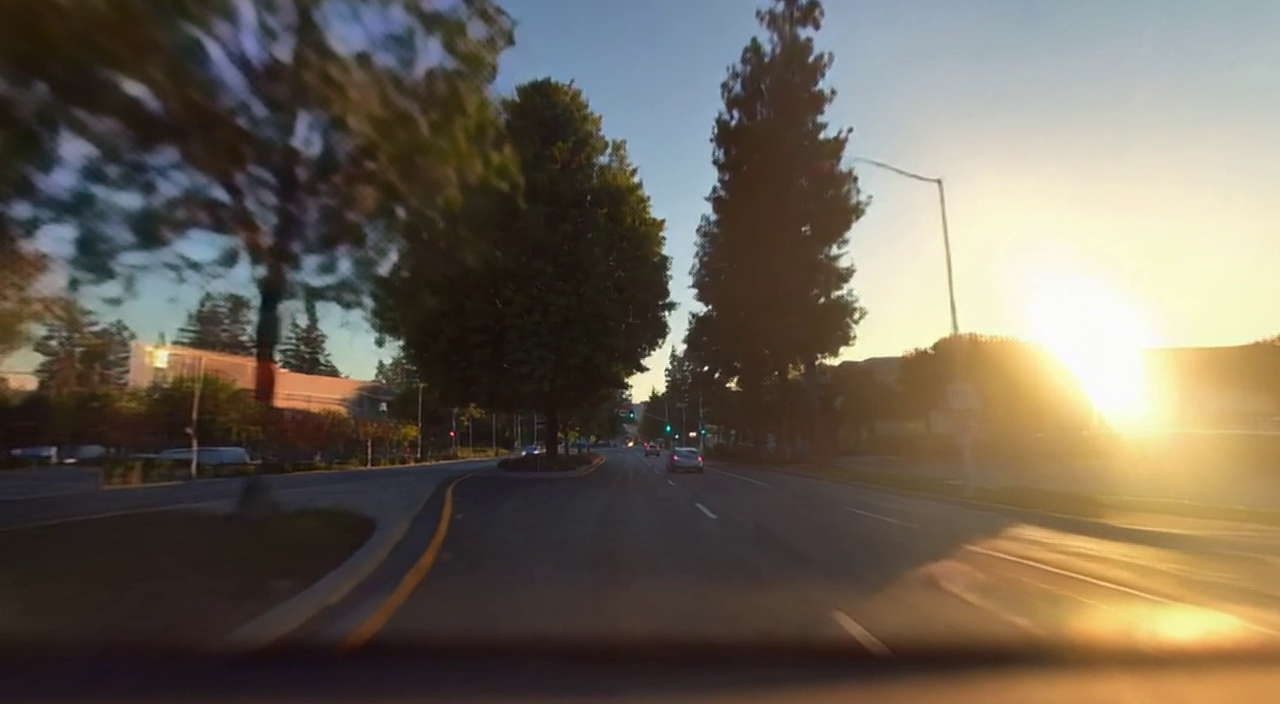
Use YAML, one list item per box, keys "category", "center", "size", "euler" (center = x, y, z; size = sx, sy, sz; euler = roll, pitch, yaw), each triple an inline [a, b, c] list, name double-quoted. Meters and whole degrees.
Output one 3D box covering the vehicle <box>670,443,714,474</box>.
- category: "vehicle"
  center: [2.797, 5.866, 34.908]
  size: [1.961, 1.580, 4.020]
  euler: [1, -8, -2]
